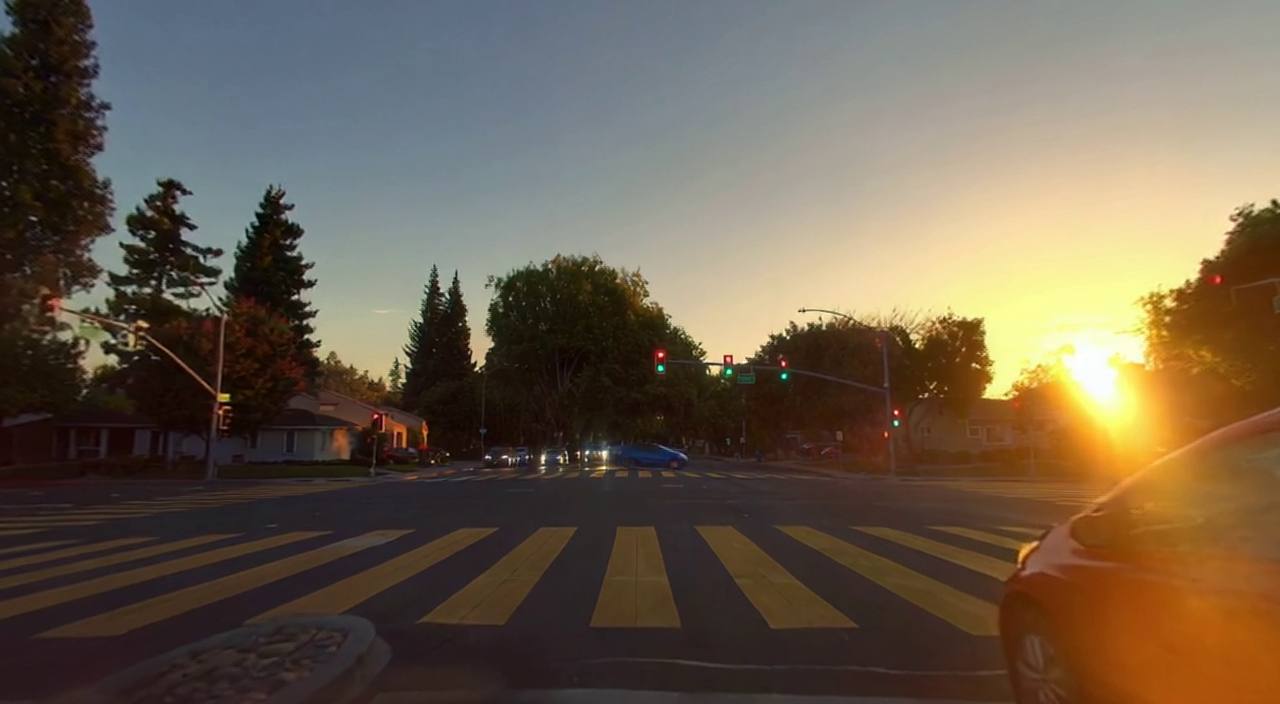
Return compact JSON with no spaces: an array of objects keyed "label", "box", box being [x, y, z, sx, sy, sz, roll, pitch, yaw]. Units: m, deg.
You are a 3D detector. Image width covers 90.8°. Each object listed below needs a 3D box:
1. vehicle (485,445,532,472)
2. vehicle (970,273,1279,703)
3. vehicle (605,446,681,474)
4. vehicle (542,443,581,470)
[{"label":"vehicle","box":[-8.732,7.105,42.500,2.028,1.654,5.027,0,-9,0]},{"label":"vehicle","box":[2.715,0.554,0.661,2.085,1.800,4.908,0,-9,0]},{"label":"vehicle","box":[0.129,6.109,36.034,2.046,1.491,4.118,8,-12,-42]},{"label":"vehicle","box":[-5.326,7.130,43.226,2.091,1.707,4.157,0,-9,1]}]
